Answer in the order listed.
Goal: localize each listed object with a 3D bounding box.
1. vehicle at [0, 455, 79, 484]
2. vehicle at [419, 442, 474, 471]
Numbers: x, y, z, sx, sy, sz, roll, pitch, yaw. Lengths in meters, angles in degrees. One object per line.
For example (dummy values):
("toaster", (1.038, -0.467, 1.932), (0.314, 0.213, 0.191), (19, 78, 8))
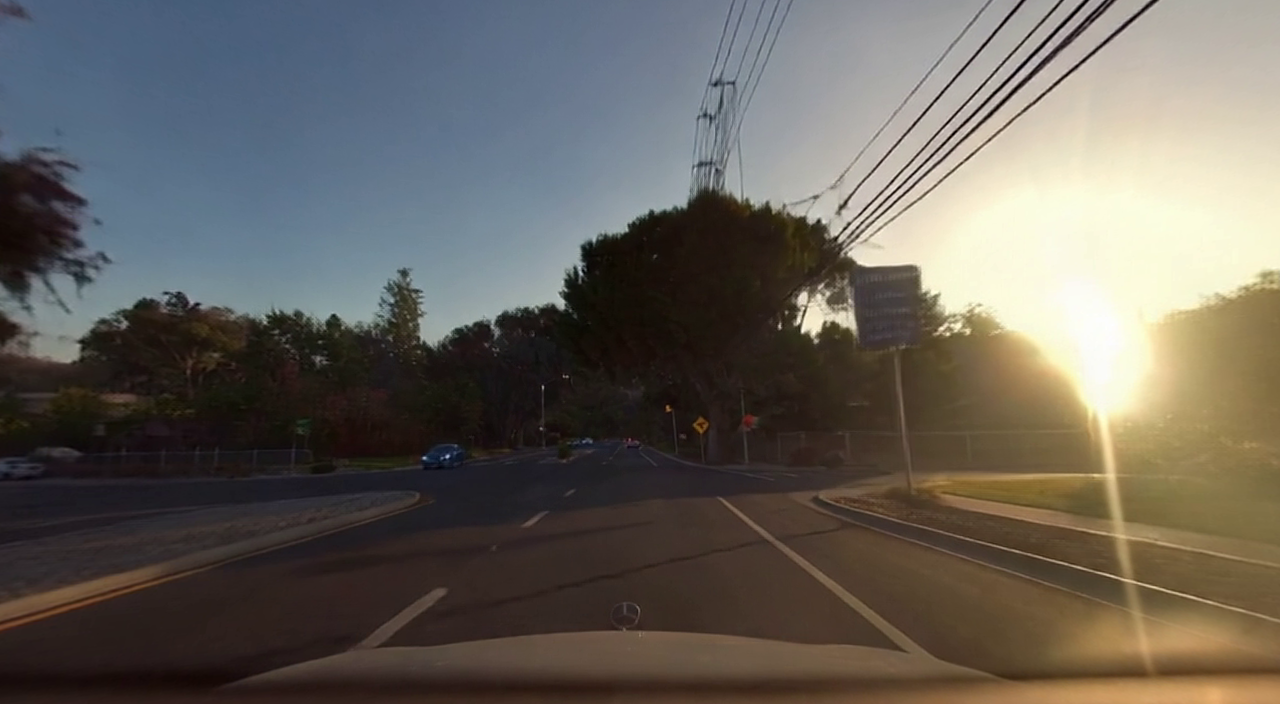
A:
("vehicle", (-31.174, 5.869, 31.581), (4.267, 1.381, 1.786), (1, -9, -6))
("vehicle", (-12.047, 6.510, 39.640), (2.072, 1.680, 4.705), (0, -9, -1))
